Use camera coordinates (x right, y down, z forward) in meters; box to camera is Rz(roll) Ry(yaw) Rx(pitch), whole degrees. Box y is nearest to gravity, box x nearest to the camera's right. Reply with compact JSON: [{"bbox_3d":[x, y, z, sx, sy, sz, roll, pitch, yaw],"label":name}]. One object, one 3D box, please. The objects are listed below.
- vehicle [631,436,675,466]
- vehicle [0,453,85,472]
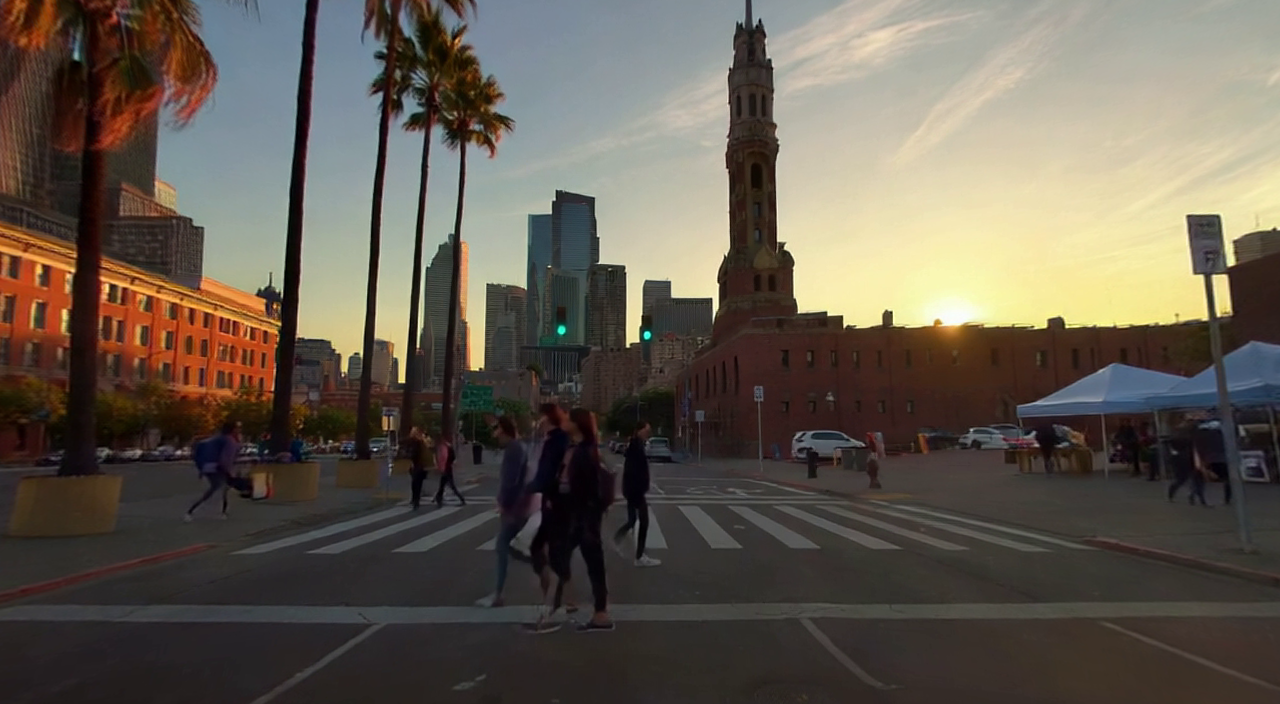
[{"bbox_3d":[0.877,7.273,46.544,2.322,2.071,5.366,1,-9,-9],"label":"vehicle"},{"bbox_3d":[-46.100,8.445,48.577,2.121,1.294,5.167,0,-8,1],"label":"vehicle"}]
